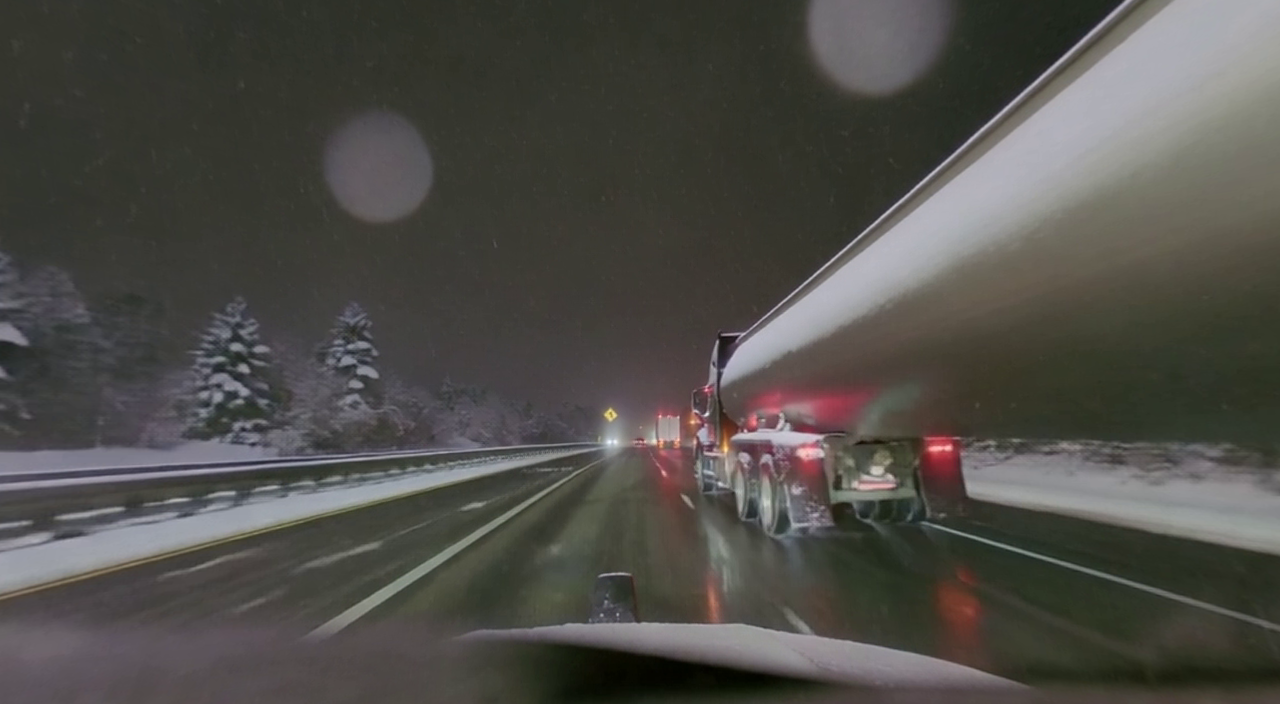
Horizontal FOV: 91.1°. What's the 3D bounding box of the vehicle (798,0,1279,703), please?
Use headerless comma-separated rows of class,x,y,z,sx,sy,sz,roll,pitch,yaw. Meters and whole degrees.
vehicle,3.234,-0.408,0.812,2.946,3.745,11.516,0,-8,-1
